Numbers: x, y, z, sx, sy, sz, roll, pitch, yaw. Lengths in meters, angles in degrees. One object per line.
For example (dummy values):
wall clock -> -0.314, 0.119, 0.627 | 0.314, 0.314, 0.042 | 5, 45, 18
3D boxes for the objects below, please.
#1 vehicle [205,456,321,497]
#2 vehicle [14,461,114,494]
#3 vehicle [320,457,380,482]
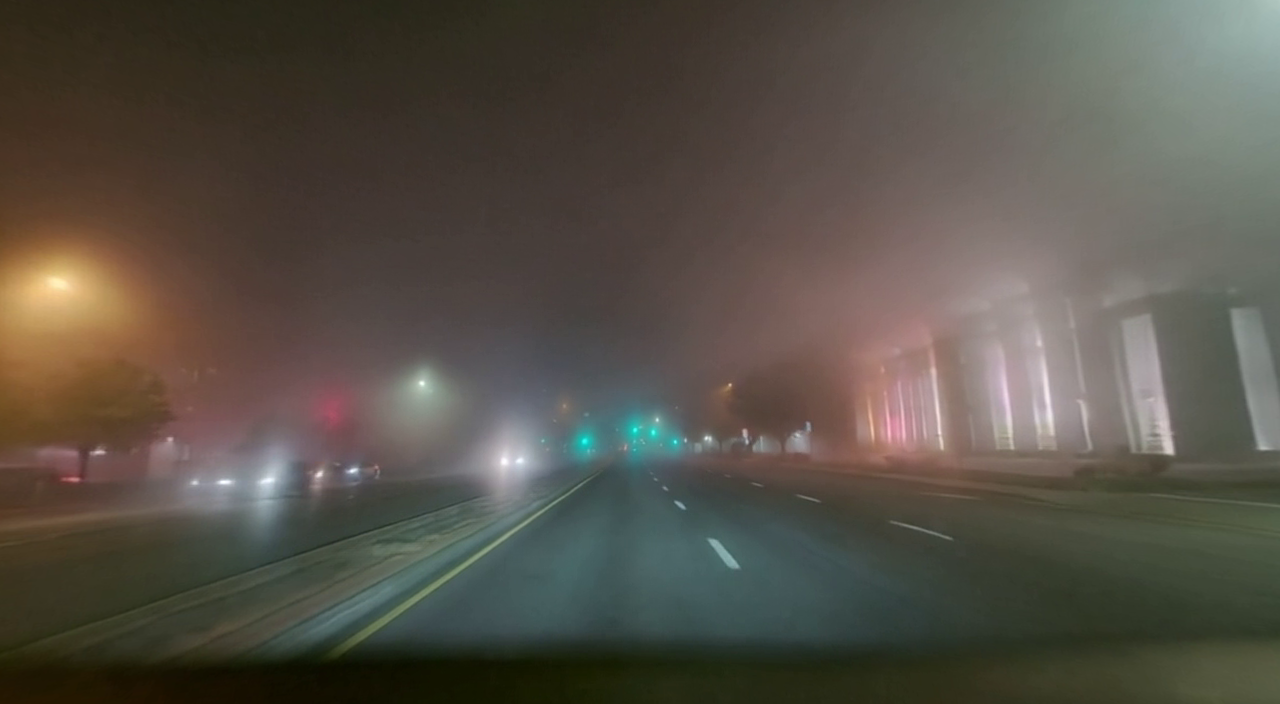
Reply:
vehicle -> -15.741, 5.203, 26.743 | 1.963, 1.500, 4.700 | 0, -9, 1
vehicle -> -30.206, 6.575, 33.204 | 3.637, 1.430, 1.636 | -2, -9, -1
vehicle -> -19.986, 8.084, 43.750 | 1.870, 1.486, 5.031 | -1, -8, -1
